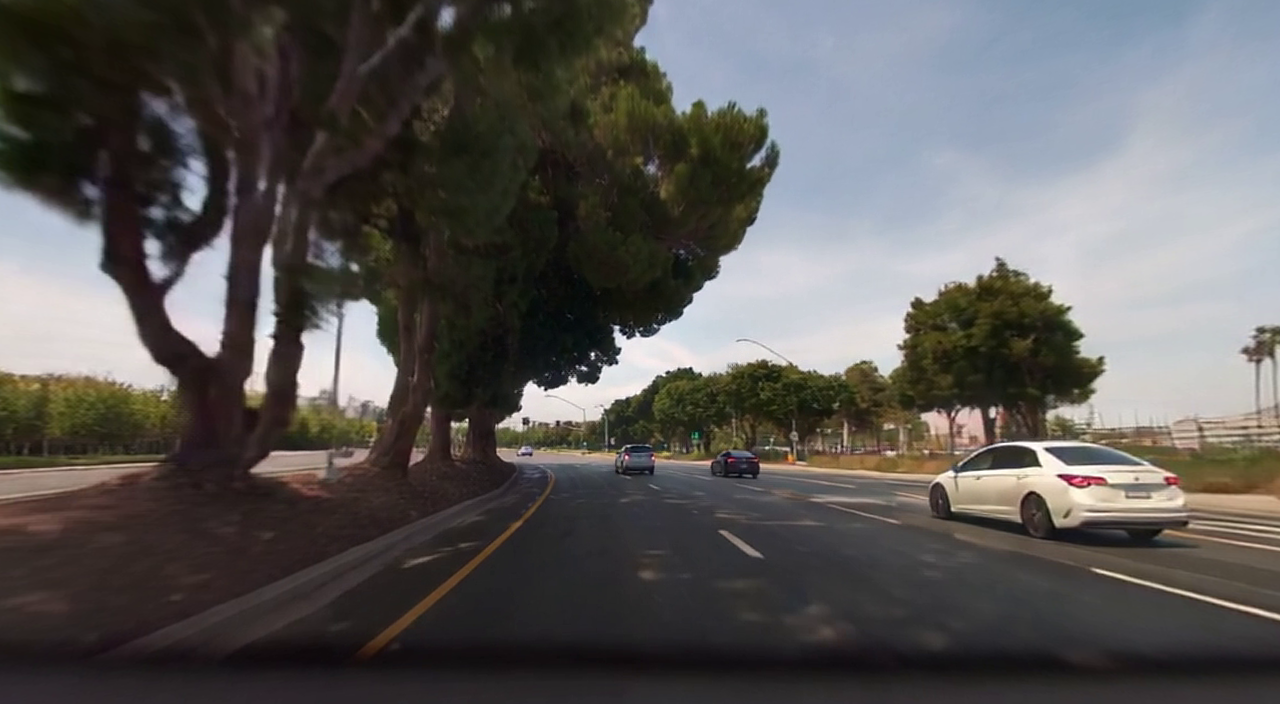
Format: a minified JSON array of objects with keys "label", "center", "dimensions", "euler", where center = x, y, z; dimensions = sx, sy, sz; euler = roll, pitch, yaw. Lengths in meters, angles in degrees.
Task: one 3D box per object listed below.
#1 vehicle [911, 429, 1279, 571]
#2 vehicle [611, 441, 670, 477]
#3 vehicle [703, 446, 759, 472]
[{"label":"vehicle","center":[5.813,1.883,8.896],"dimensions":[1.882,1.476,4.344],"euler":[0,-8,-3]},{"label":"vehicle","center":[-0.068,5.284,31.573],"dimensions":[2.122,1.646,4.525],"euler":[2,-8,-10]},{"label":"vehicle","center":[5.543,6.566,39.008],"dimensions":[1.940,1.460,4.652],"euler":[2,-8,-11]}]
